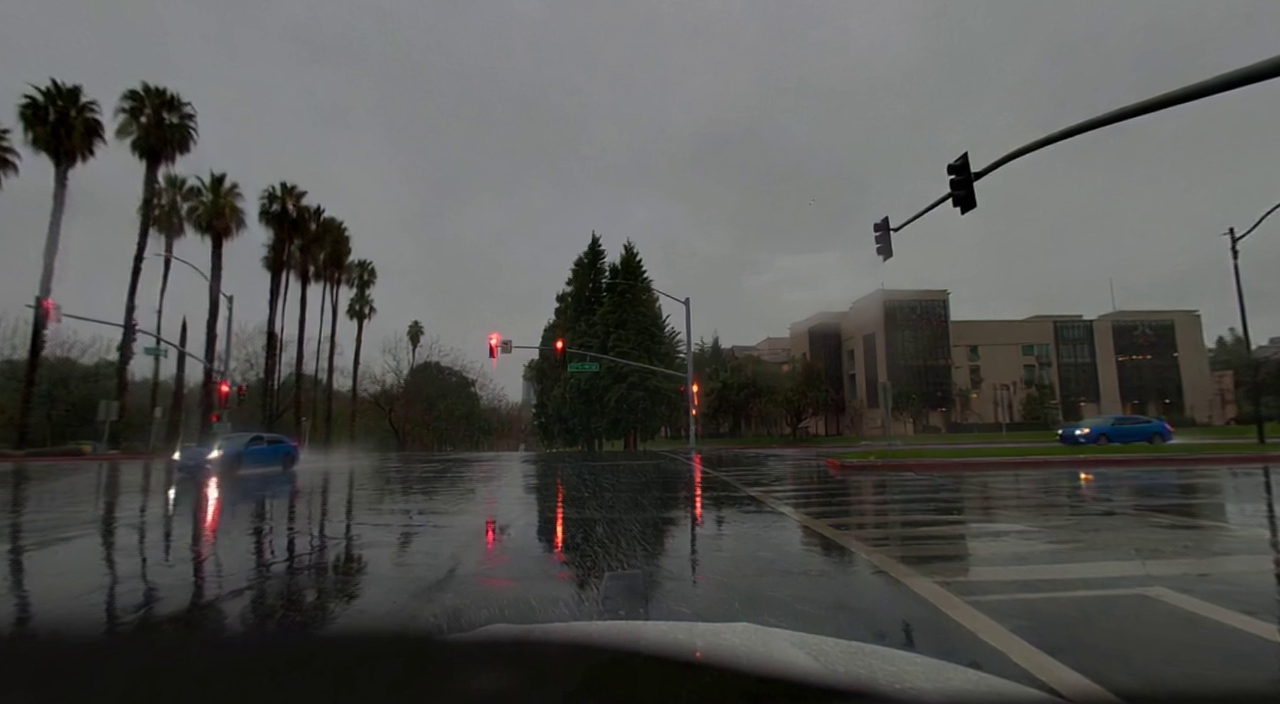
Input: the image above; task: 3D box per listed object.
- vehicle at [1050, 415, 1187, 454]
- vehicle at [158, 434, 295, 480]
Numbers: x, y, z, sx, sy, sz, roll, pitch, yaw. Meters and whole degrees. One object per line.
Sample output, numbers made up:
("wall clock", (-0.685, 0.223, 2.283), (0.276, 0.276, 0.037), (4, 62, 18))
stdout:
("vehicle", (22.630, 3.934, 29.823), (4.820, 1.751, 2.050), (0, -8, -1))
("vehicle", (-14.623, 3.721, 22.566), (2.042, 1.472, 4.345), (0, -8, -1))
